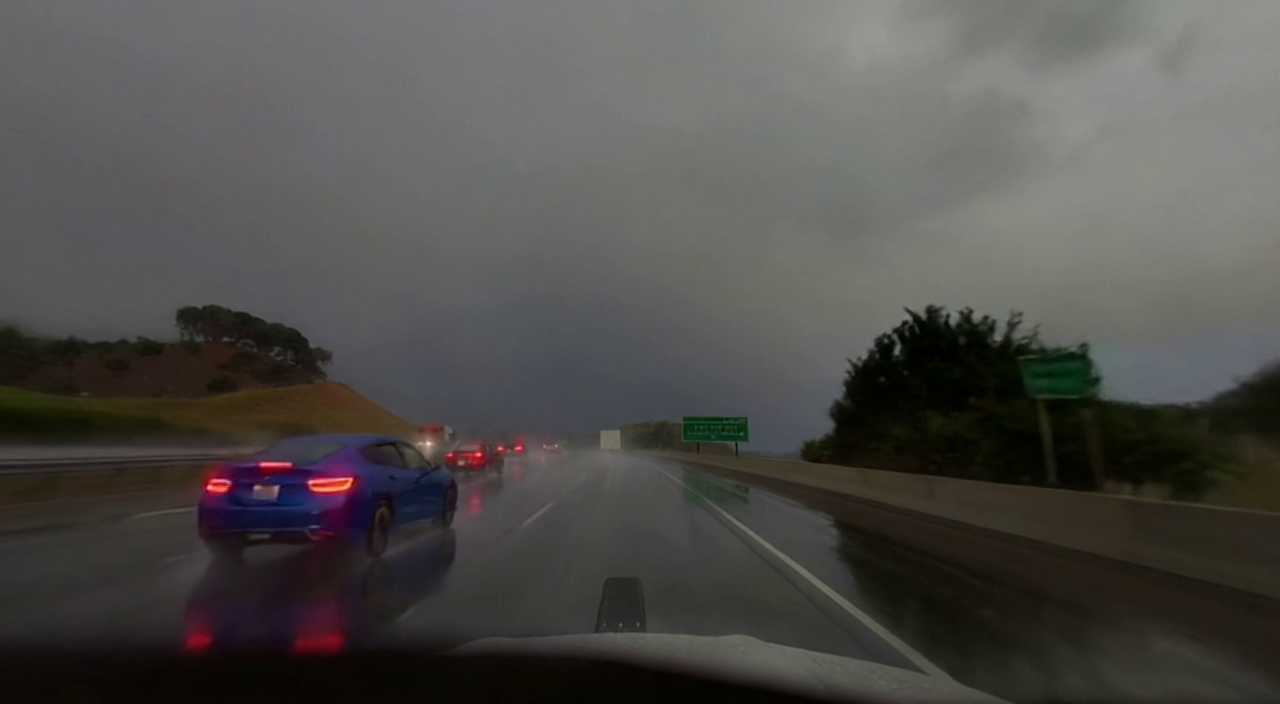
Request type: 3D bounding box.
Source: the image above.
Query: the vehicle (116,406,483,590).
[{"bbox_3d":[-3.761,1.716,8.267,2.180,1.685,4.668,1,-9,0],"label":"vehicle"}]
